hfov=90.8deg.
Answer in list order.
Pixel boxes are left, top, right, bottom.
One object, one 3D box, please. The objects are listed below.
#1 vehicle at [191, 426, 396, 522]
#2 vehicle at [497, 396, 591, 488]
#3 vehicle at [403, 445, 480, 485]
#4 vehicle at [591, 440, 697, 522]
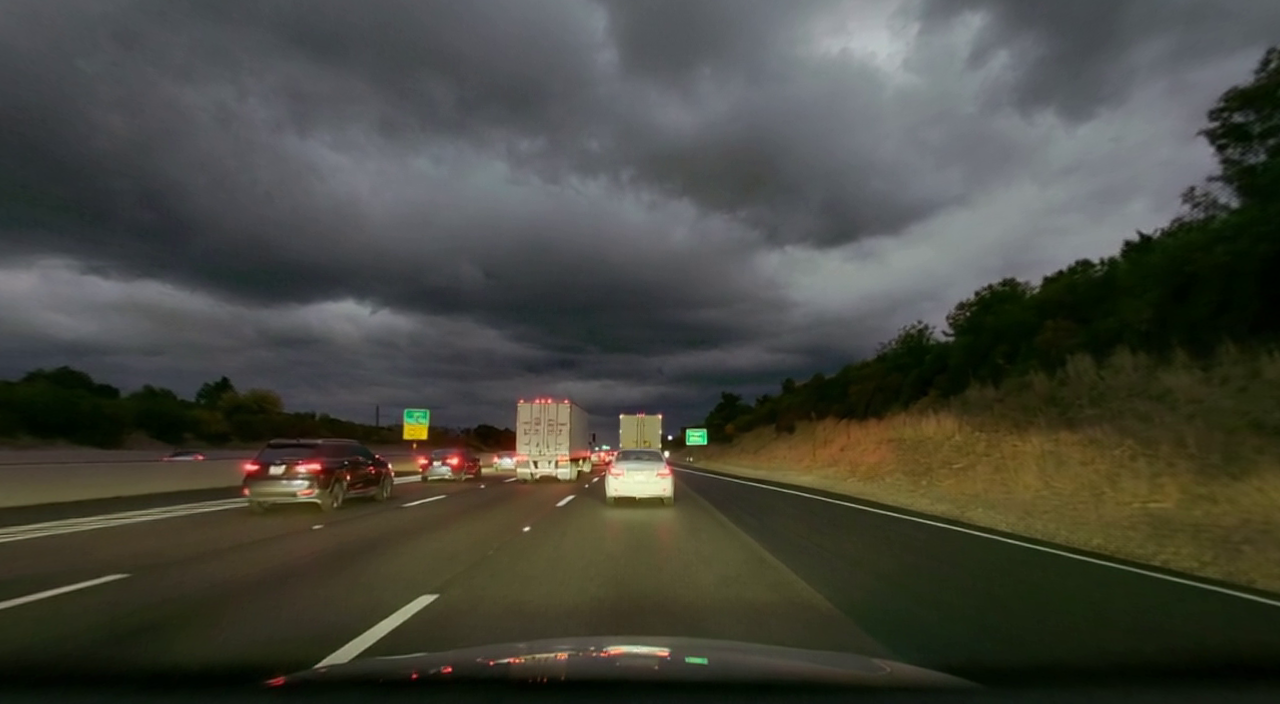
[{"bbox_3d":[-7.237,2.587,13.828,1.952,1.746,4.332,-1,-9,1],"label":"vehicle"},{"bbox_3d":[-3.789,3.847,26.811,2.812,3.342,7.248,-1,-9,0],"label":"vehicle"},{"bbox_3d":[-8.039,4.603,25.919,1.880,1.512,3.758,-1,-9,1],"label":"vehicle"},{"bbox_3d":[0.047,2.689,13.570,1.995,1.495,3.380,0,-9,-1],"label":"vehicle"}]
